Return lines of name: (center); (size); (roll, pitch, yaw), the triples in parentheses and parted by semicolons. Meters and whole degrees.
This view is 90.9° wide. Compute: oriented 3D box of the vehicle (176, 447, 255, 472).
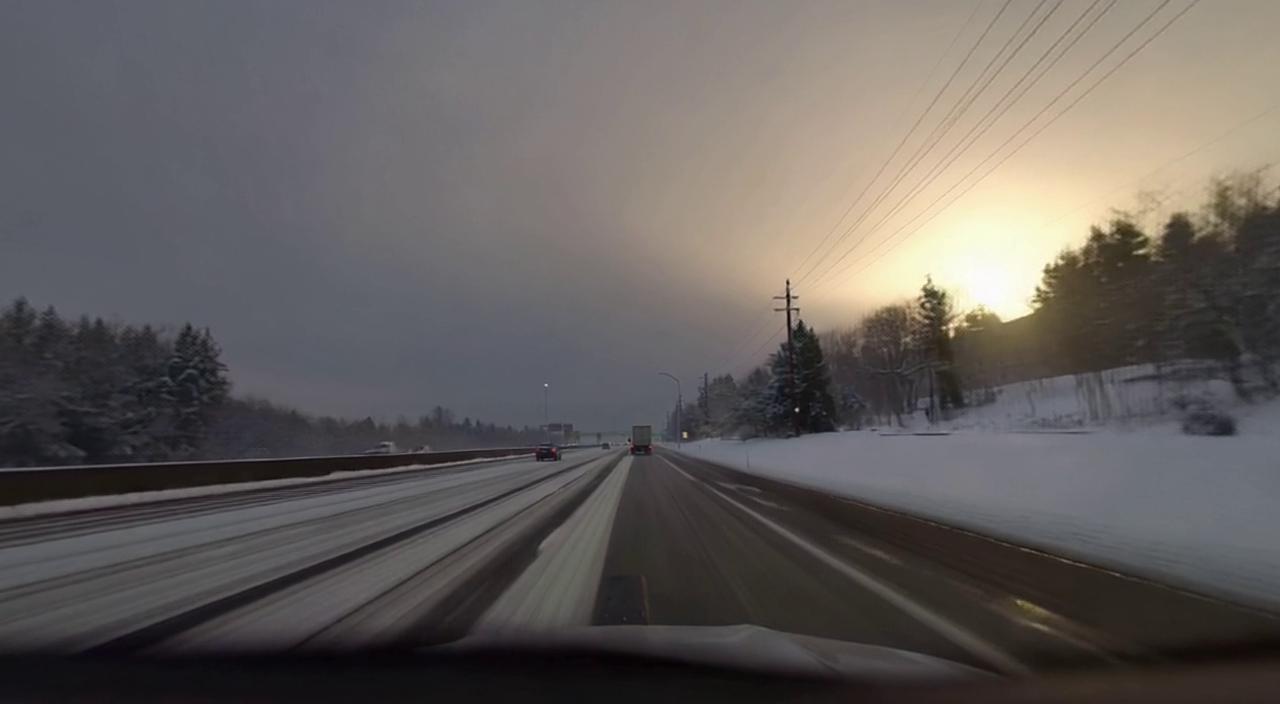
vehicle: (-26.690, 6.738, 39.827); (1.803, 1.470, 4.582); (0, -8, 0)

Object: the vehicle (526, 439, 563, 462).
vehicle: (-7.225, 7.512, 48.244); (2.064, 1.642, 4.389); (0, -8, 1)
